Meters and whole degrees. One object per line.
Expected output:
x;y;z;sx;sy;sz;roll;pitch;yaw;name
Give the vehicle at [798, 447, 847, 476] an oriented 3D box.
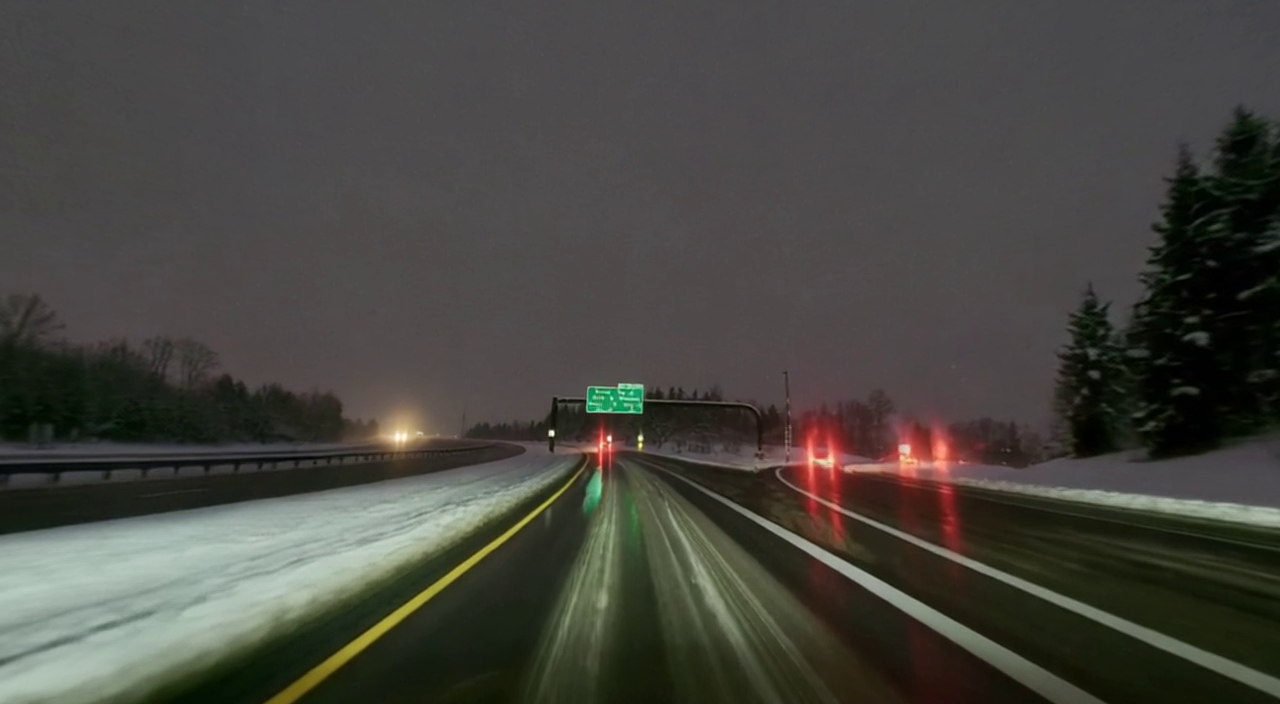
9.898;5.943;34.307;2.129;1.444;3.649;-2;-9;10;vehicle
